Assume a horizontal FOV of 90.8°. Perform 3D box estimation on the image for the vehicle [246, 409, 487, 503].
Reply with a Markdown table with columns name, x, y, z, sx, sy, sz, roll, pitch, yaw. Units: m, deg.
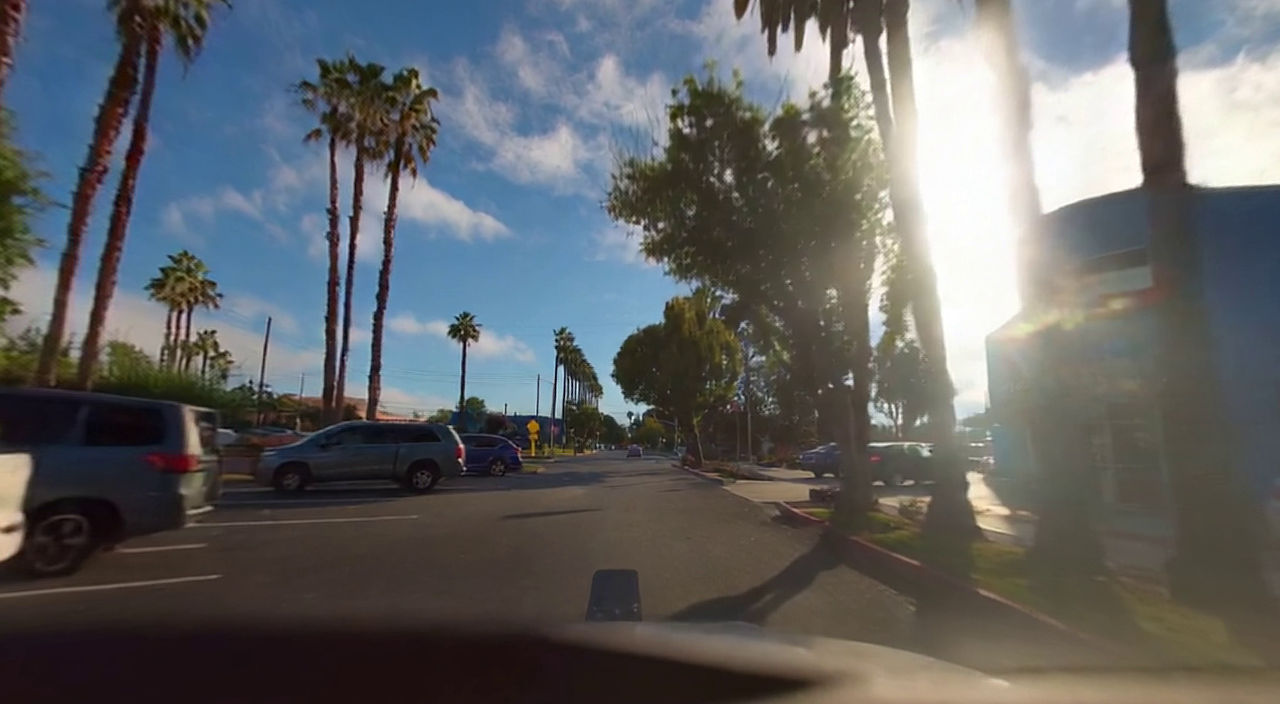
| name | x | y | z | sx | sy | sz | roll | pitch | yaw |
| --- | --- | --- | --- | --- | --- | --- | --- | --- | --- |
| vehicle | -6.325 | 2.408 | 14.877 | 4.787 | 1.867 | 2.092 | 6 | -10 | -34 |

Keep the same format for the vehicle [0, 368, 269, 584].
| name | x | y | z | sx | sy | sz | roll | pitch | yaw |
| --- | --- | --- | --- | --- | --- | --- | --- | --- | --- |
| vehicle | -6.441 | 1.160 | 6.107 | 4.652 | 1.834 | 1.956 | 3 | -9 | -24 |

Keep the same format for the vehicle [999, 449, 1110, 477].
| name | x | y | z | sx | sy | sz | roll | pitch | yaw |
| --- | --- | --- | --- | --- | --- | --- | --- | --- | --- |
| vehicle | 24.911 | 6.686 | 38.210 | 1.785 | 1.539 | 5.214 | 7 | -11 | -34 |

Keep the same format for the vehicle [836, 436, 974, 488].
| name | x | y | z | sx | sy | sz | roll | pitch | yaw |
| --- | --- | --- | --- | --- | --- | --- | --- | --- | --- |
| vehicle | 9.833 | 4.082 | 23.444 | 4.758 | 1.759 | 2.068 | 5 | -11 | -28 |
